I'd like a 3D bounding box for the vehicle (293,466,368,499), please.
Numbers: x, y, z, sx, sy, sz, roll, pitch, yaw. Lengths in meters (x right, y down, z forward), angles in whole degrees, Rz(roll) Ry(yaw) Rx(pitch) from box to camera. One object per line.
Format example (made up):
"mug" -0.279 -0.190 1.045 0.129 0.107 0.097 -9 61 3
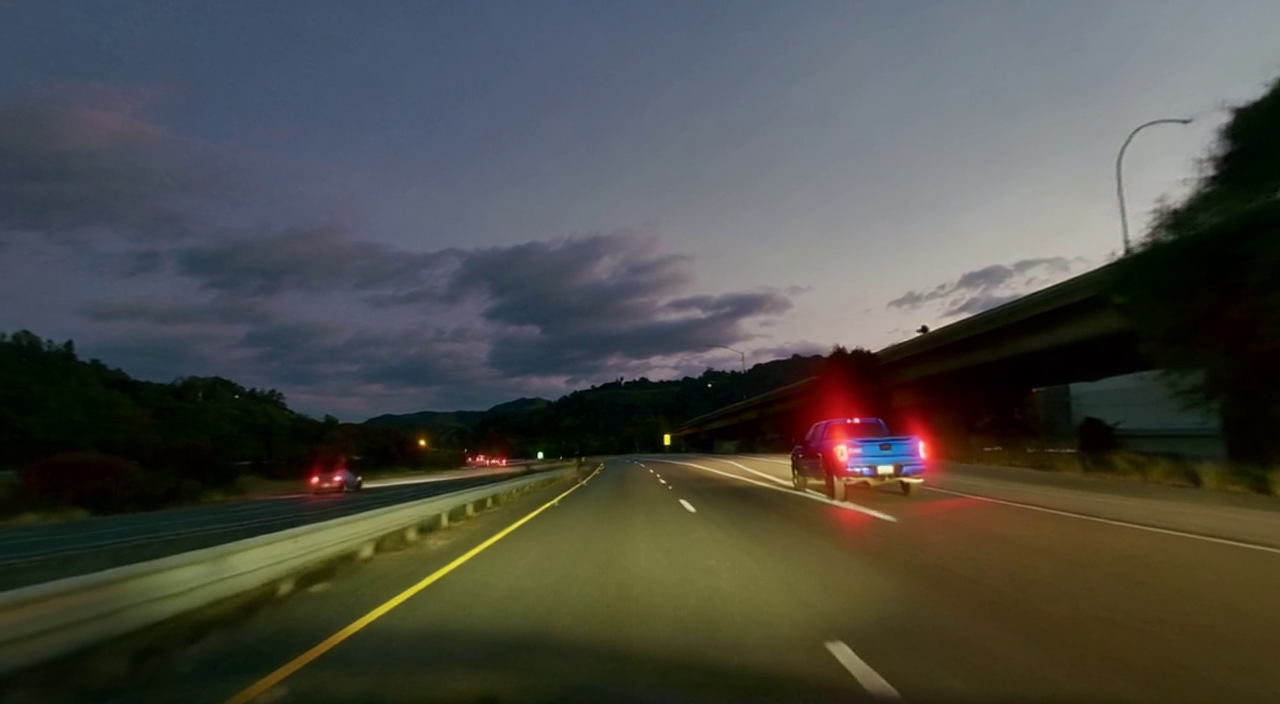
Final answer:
"vehicle" -22.144 9.337 45.523 2.573 1.976 5.651 -3 -9 -1
